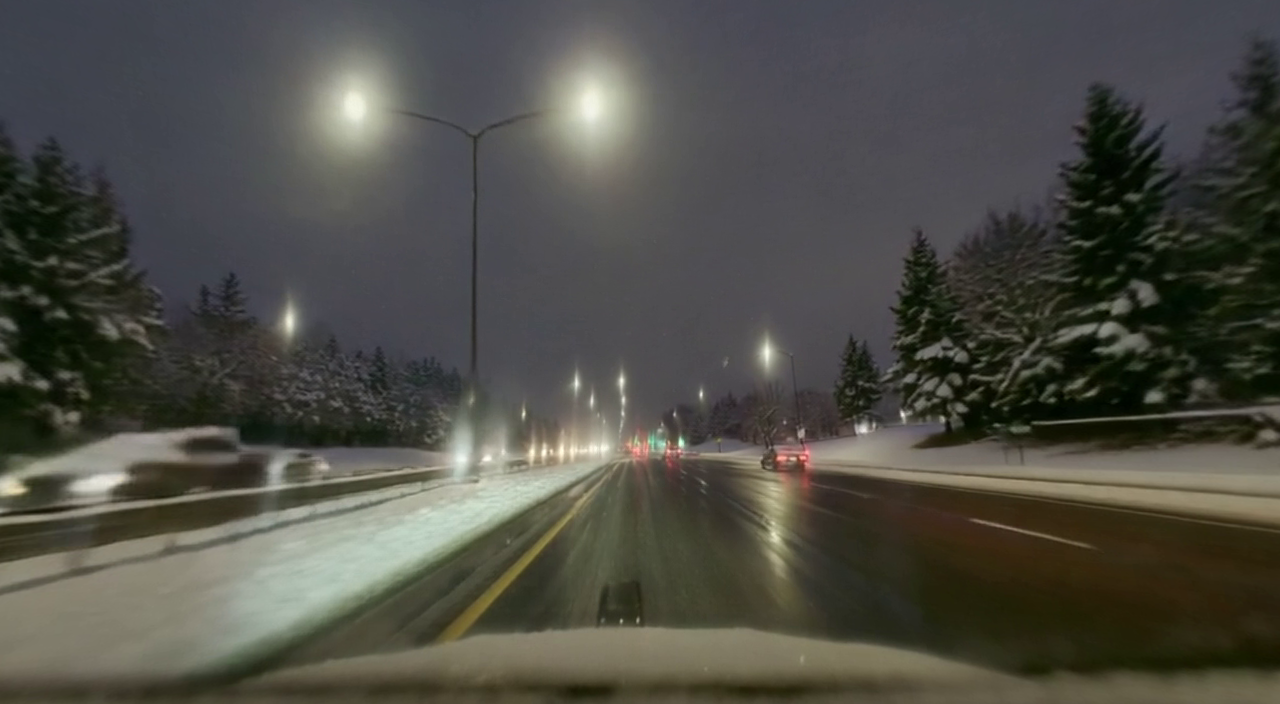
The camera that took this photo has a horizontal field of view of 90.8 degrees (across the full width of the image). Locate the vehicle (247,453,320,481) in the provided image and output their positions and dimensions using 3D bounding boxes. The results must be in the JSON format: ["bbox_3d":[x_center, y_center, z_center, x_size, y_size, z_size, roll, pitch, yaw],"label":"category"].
[{"bbox_3d":[-20.917,6.727,37.296,1.672,1.402,4.632,0,-7,0],"label":"vehicle"}]

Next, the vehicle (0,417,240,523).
[{"bbox_3d":[-9.842,2.046,11.620,1.915,1.524,4.623,0,-8,0],"label":"vehicle"}]
